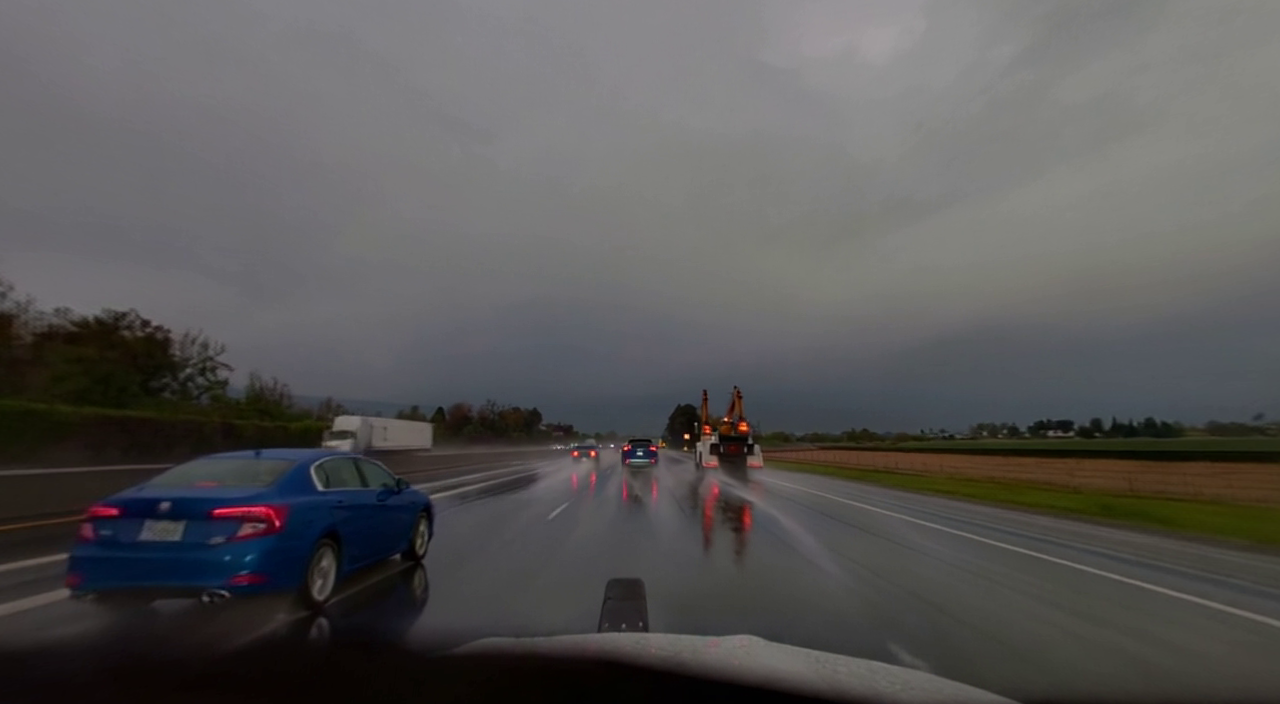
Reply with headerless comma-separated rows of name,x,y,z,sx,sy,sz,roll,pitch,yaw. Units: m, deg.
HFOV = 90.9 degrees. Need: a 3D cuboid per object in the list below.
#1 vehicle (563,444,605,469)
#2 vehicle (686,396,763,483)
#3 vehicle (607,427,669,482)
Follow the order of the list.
vehicle,-3.396,6.409,38.880,2.096,1.469,4.319,0,-8,1
vehicle,4.069,4.570,32.759,2.793,3.828,9.580,0,-8,1
vehicle,-0.057,4.131,25.657,2.308,1.993,4.631,0,-8,1
